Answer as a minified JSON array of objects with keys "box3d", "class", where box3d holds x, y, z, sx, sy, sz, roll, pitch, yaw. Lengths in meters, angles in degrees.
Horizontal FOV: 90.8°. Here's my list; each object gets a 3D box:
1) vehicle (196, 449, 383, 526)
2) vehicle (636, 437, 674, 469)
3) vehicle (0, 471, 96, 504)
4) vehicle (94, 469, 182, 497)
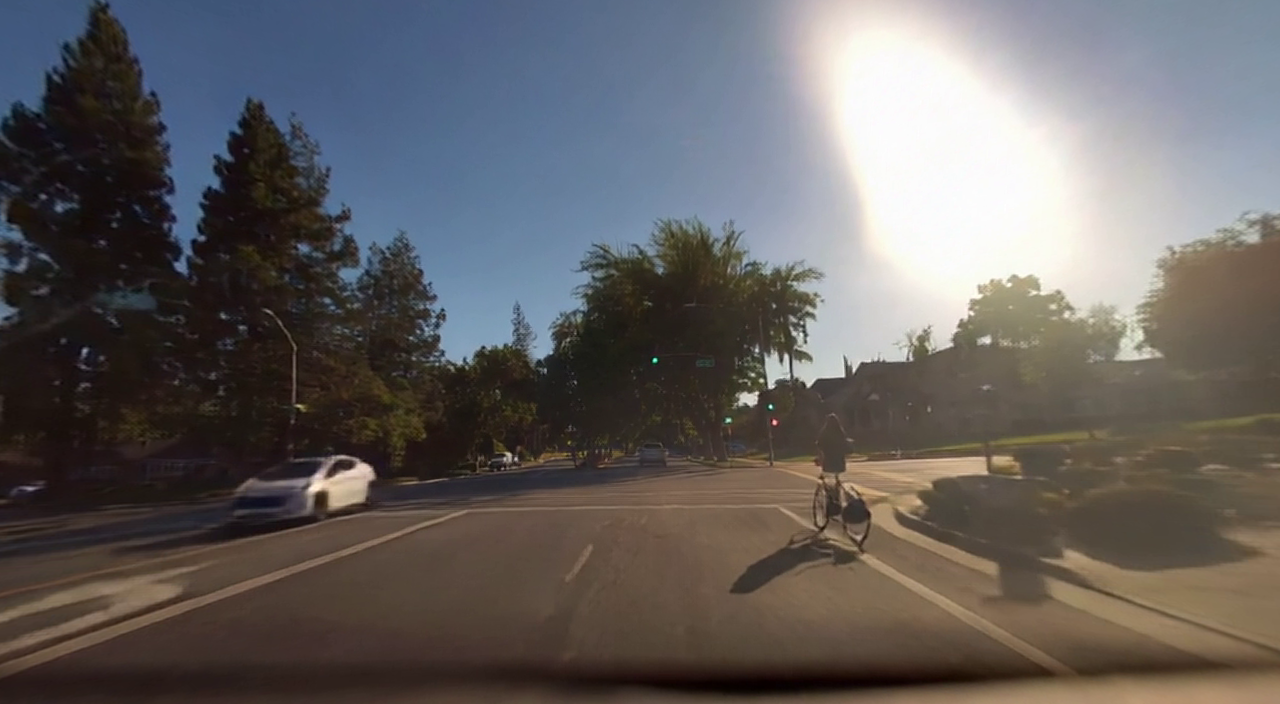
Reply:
[{"box3d":[-8.448,3.261,15.813,2.036,1.593,4.367,-1,-8,2],"class":"vehicle"},{"box3d":[0.967,6.186,38.775,2.215,1.799,4.426,-1,-8,2],"class":"vehicle"},{"box3d":[-38.384,8.686,40.807,1.881,1.743,4.662,-1,-8,8],"class":"vehicle"},{"box3d":[-31.740,8.292,40.106,1.816,1.475,4.497,0,-8,1],"class":"vehicle"}]
